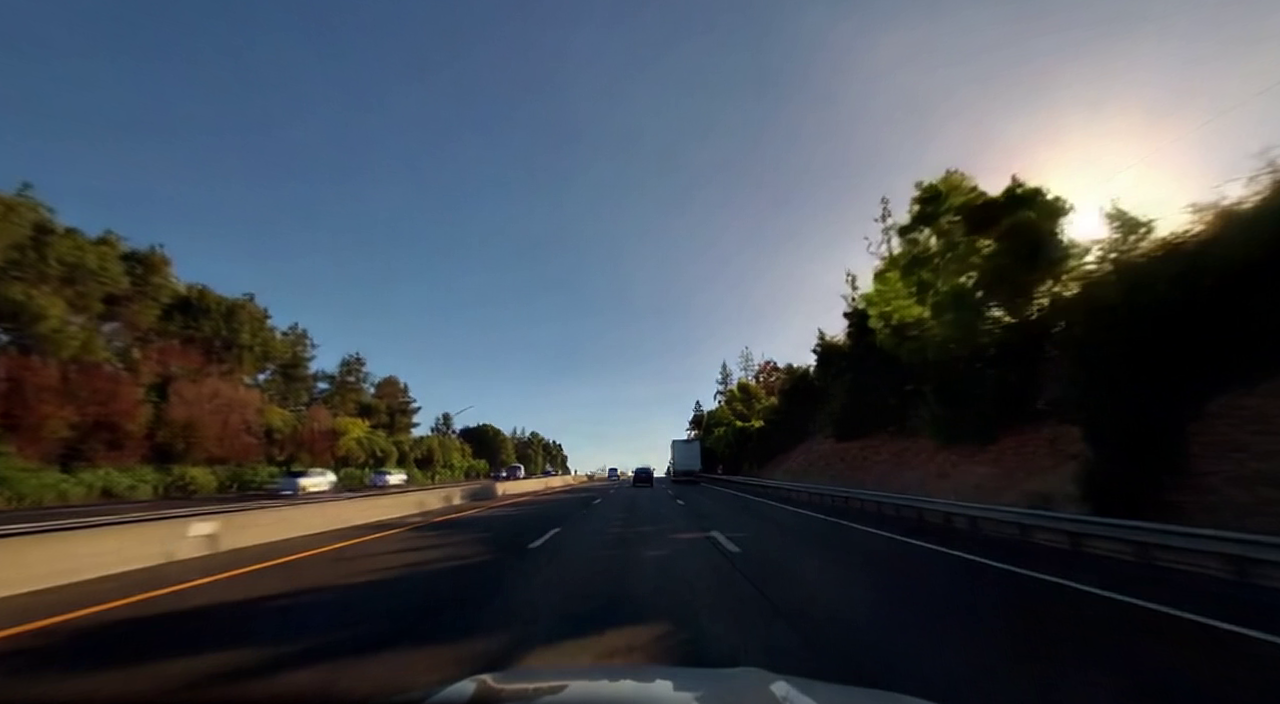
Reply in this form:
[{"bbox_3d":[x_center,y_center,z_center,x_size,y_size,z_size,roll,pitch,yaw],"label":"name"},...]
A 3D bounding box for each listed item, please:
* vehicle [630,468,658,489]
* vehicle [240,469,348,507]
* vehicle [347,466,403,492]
[{"bbox_3d":[0.317,9.393,46.946,2.015,1.478,3.920,0,-10,0],"label":"vehicle"},{"bbox_3d":[-14.853,5.836,27.389,1.995,1.479,4.651,0,-10,1],"label":"vehicle"},{"bbox_3d":[-18.416,8.857,44.008,1.886,1.655,4.335,0,-10,1],"label":"vehicle"}]
